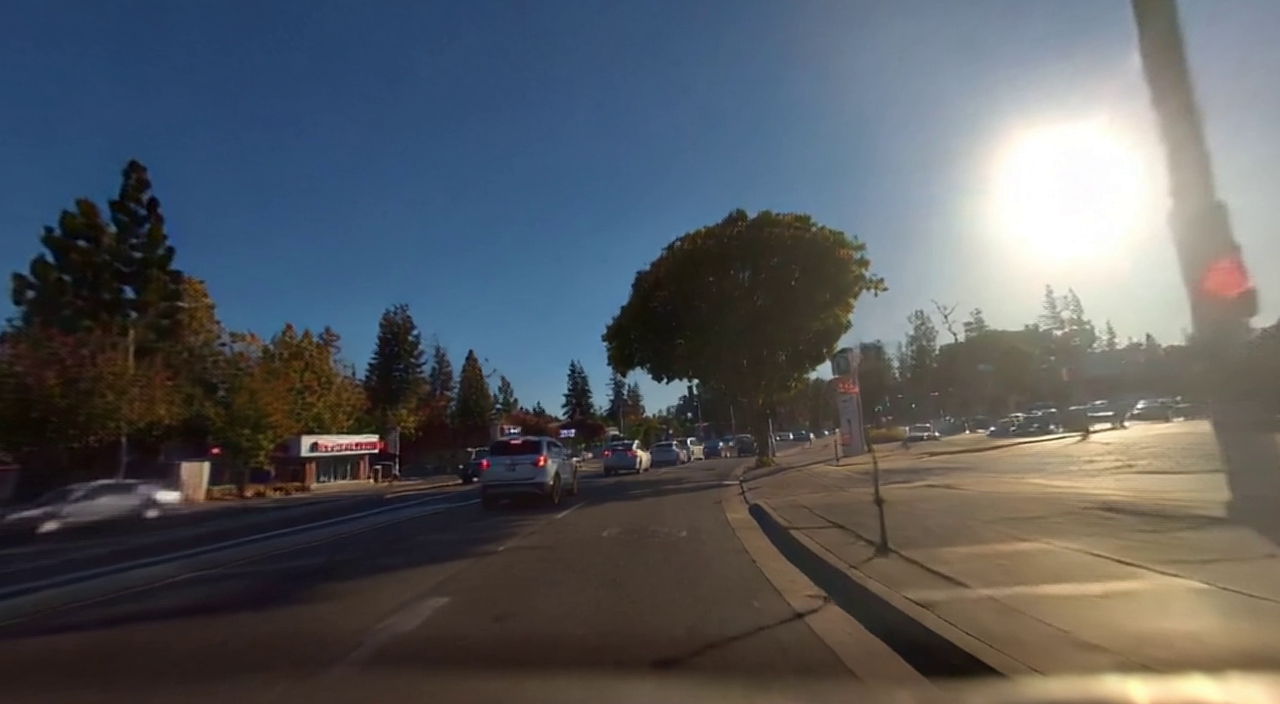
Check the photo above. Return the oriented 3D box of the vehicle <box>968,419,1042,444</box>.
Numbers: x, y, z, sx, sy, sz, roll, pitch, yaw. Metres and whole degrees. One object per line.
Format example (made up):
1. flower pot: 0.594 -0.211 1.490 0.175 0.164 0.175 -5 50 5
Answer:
1. vehicle: 27.446 5.999 47.506 4.982 1.789 2.303 4 -9 -26

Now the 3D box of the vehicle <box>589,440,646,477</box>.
1. vehicle: -1.032 5.268 31.481 2.002 1.664 4.113 -2 -9 11

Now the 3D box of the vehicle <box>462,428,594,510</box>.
1. vehicle: -2.823 3.075 17.106 2.168 1.783 4.695 -4 -9 7

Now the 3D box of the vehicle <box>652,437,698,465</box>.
1. vehicle: 2.543 7.036 45.111 2.167 1.832 4.679 -3 -9 17

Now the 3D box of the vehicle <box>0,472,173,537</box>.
1. vehicle: -17.381 4.721 19.825 1.861 1.482 4.434 -7 -9 6

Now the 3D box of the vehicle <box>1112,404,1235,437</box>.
1. vehicle: 29.839 3.901 35.501 1.910 1.652 4.755 4 -10 -28

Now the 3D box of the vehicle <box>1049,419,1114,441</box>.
1. vehicle: 30.340 5.395 43.389 4.106 1.450 1.901 4 -10 -27
